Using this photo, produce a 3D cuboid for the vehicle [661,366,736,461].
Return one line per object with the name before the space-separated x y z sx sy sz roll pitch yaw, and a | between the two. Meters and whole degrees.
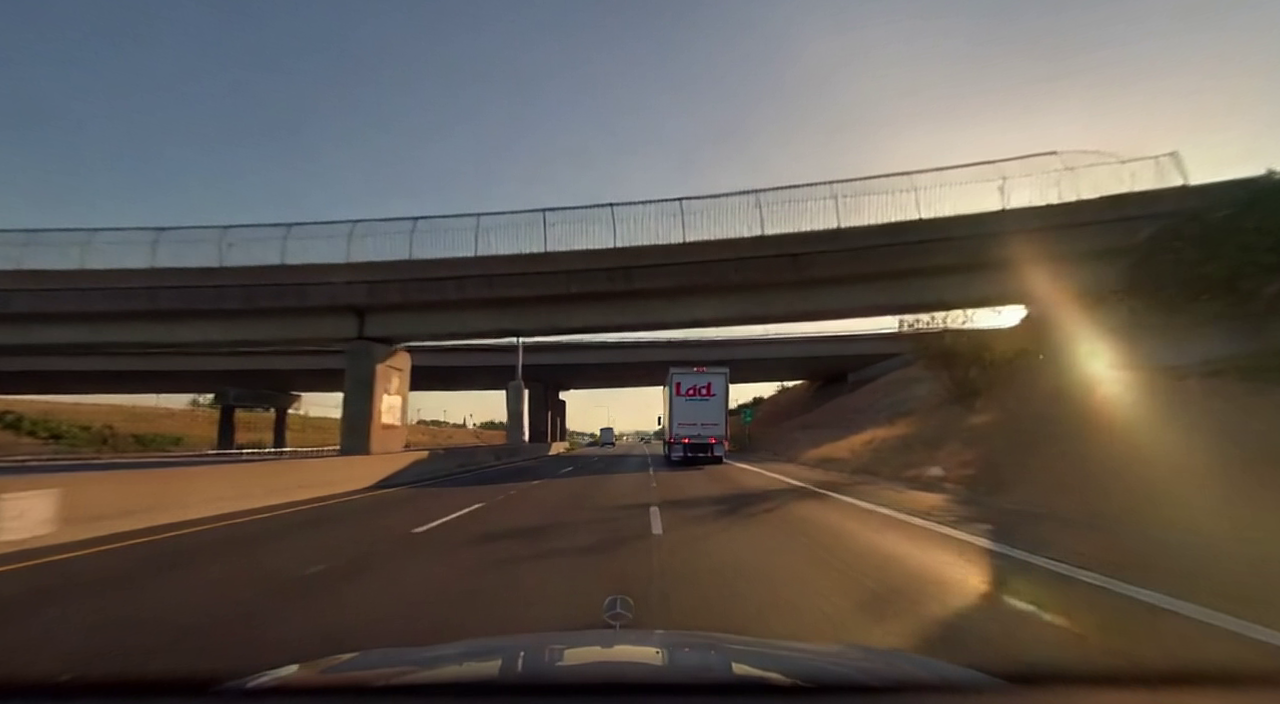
vehicle | 2.842 3.714 35.268 3.034 4.194 14.704 0 -8 1
